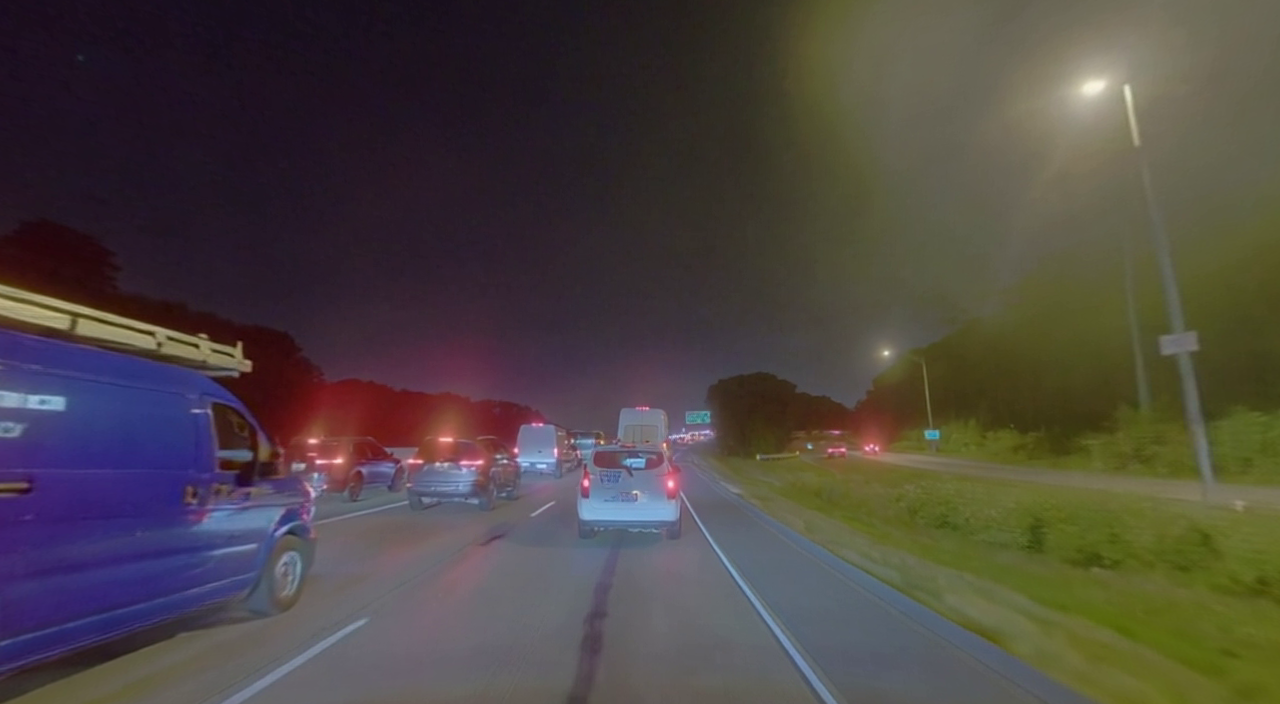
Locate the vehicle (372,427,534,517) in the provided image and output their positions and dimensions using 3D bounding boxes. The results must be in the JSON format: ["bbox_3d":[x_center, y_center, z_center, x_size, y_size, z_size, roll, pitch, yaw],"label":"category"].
[{"bbox_3d":[-3.876,2.569,13.980,2.114,1.657,4.432,0,-8,2],"label":"vehicle"}]

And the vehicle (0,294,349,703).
[{"bbox_3d":[-3.886,0.853,3.606,2.142,1.952,4.556,0,-8,1],"label":"vehicle"}]

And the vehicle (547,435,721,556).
[{"bbox_3d":[-0.059,2.010,9.559,2.054,1.421,4.090,0,-8,0],"label":"vehicle"}]
